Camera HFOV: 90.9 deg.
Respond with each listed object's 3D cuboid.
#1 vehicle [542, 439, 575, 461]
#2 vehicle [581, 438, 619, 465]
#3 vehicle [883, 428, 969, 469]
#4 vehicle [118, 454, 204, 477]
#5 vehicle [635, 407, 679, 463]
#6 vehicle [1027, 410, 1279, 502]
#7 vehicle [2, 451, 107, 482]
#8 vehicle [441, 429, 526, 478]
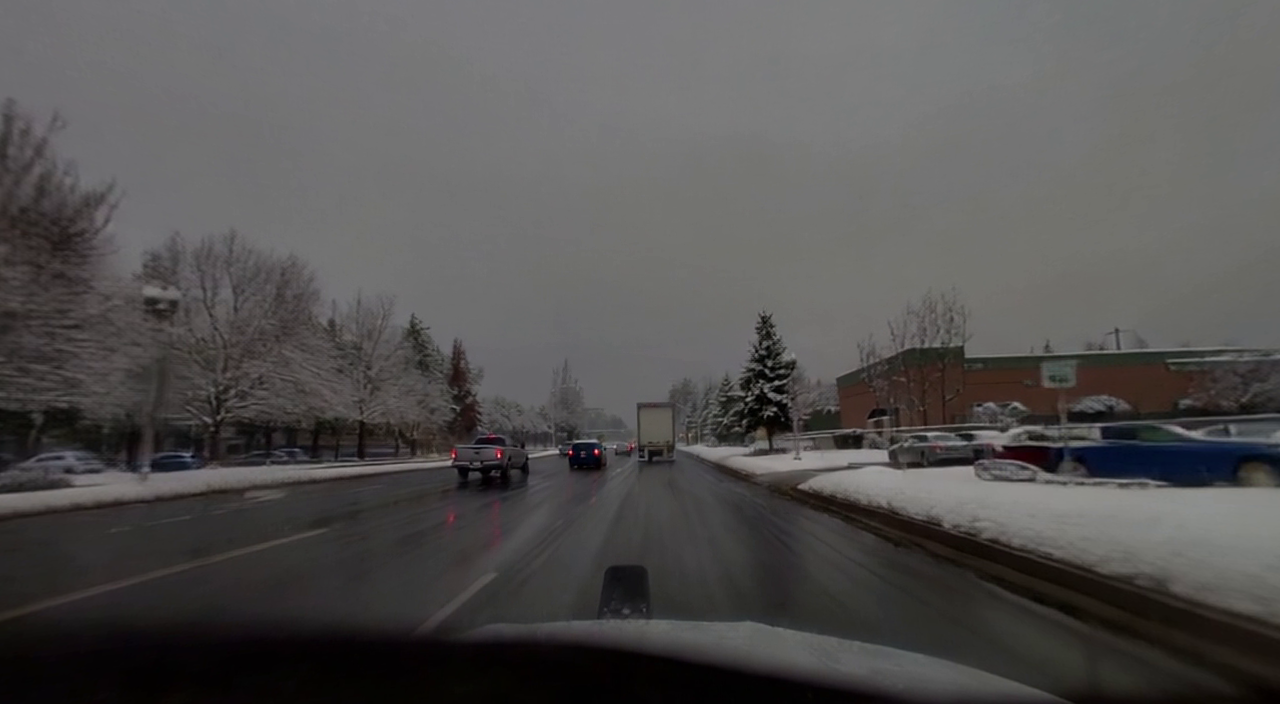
[{"bbox_3d":[-6.379,7.733,49.811,1.908,1.616,4.089,-1,-8,2],"label":"vehicle"},{"bbox_3d":[-2.648,6.694,42.592,2.114,1.663,4.381,-1,-8,2],"label":"vehicle"},{"bbox_3d":[12.582,4.277,28.071,1.880,1.642,4.523,-1,-8,2],"label":"vehicle"},{"bbox_3d":[-33.659,7.964,44.334,4.409,1.480,2.092,-1,-8,3],"label":"vehicle"},{"bbox_3d":[1.167,6.061,45.667,2.905,3.644,8.441,0,-8,1],"label":"vehicle"},{"bbox_3d":[10.364,1.992,12.250,4.346,1.595,1.964,0,-8,0],"label":"vehicle"},{"bbox_3d":[-33.904,6.622,36.545,4.122,1.721,2.020,-1,-8,3],"label":"vehicle"},{"bbox_3d":[-6.592,4.342,27.228,2.149,1.893,5.187,-1,-8,2],"label":"vehicle"}]
